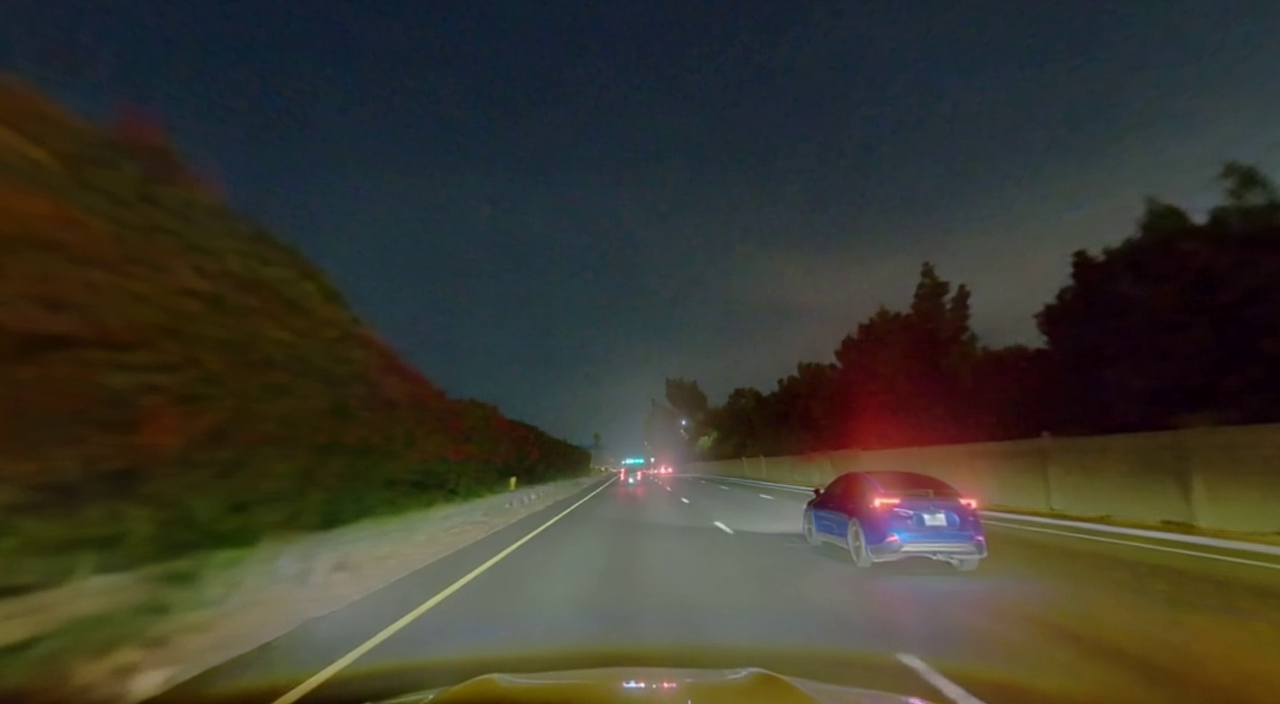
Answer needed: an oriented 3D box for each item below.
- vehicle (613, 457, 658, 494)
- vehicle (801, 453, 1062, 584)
[{"bbox_3d":[-0.243,6.015,30.813,2.037,1.605,3.833,1,-11,0],"label":"vehicle"},{"bbox_3d":[3.952,2.344,9.487,1.938,1.494,4.032,1,-11,-1],"label":"vehicle"}]
